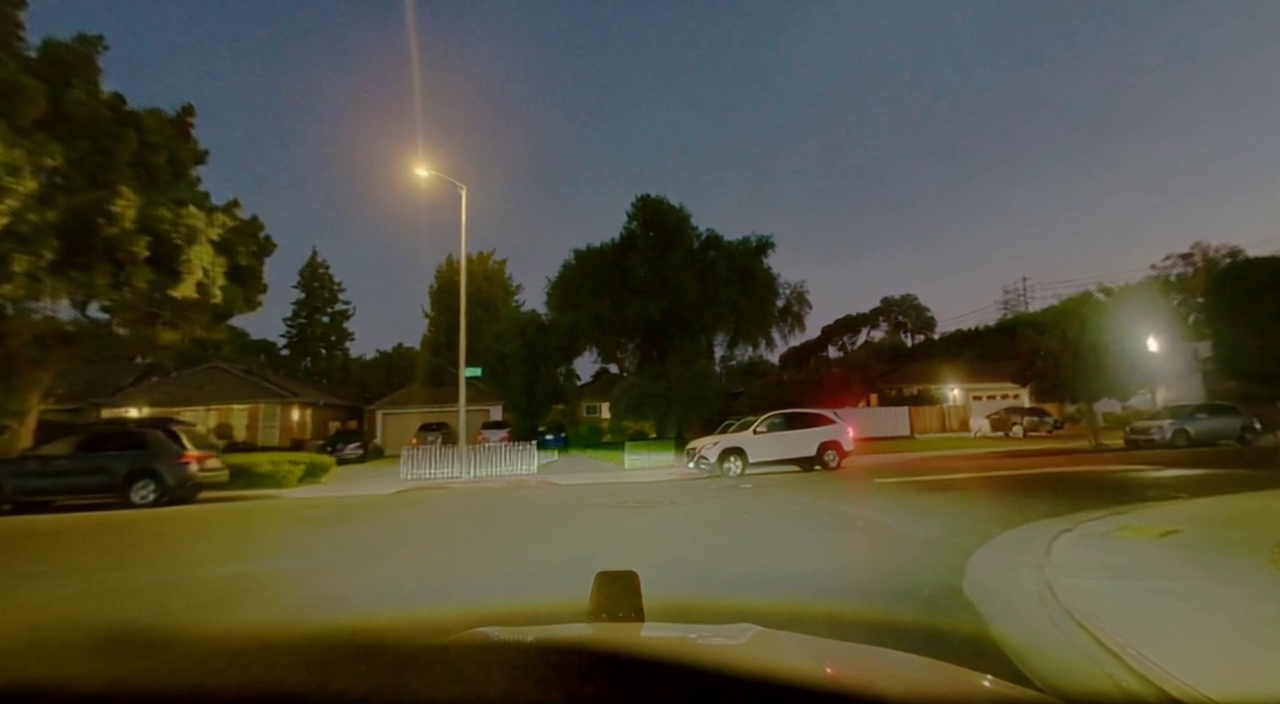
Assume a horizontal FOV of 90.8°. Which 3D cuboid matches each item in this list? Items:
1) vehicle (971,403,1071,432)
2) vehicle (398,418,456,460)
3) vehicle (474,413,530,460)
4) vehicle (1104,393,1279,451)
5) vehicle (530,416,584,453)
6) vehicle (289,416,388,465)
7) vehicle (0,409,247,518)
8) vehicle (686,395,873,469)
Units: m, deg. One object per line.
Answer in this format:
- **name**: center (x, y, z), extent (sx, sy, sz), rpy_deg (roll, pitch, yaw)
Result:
- **vehicle**: center (22.469, 3.940, 37.461), extent (1.967, 1.523, 4.619), rpy_deg (5, -10, -29)
- **vehicle**: center (-10.390, 4.333, 31.209), extent (2.391, 1.894, 5.075), rpy_deg (2, -9, -16)
- **vehicle**: center (-6.598, 3.973, 29.718), extent (2.278, 1.969, 5.533), rpy_deg (2, -8, -15)
- **vehicle**: center (19.625, 2.486, 22.347), extent (5.179, 1.847, 2.219), rpy_deg (1, -10, -15)
- **vehicle**: center (-4.211, 4.168, 31.530), extent (2.005, 1.699, 4.234), rpy_deg (2, -9, -16)
- **vehicle**: center (-13.908, 4.083, 28.955), extent (2.307, 2.043, 5.475), rpy_deg (8, -12, -44)
- **vehicle**: center (-12.772, 2.548, 14.847), extent (5.419, 2.292, 2.272), rpy_deg (2, -7, -15)
- **vehicle**: center (4.020, 2.419, 18.661), extent (4.919, 1.969, 2.104), rpy_deg (2, -9, -10)
